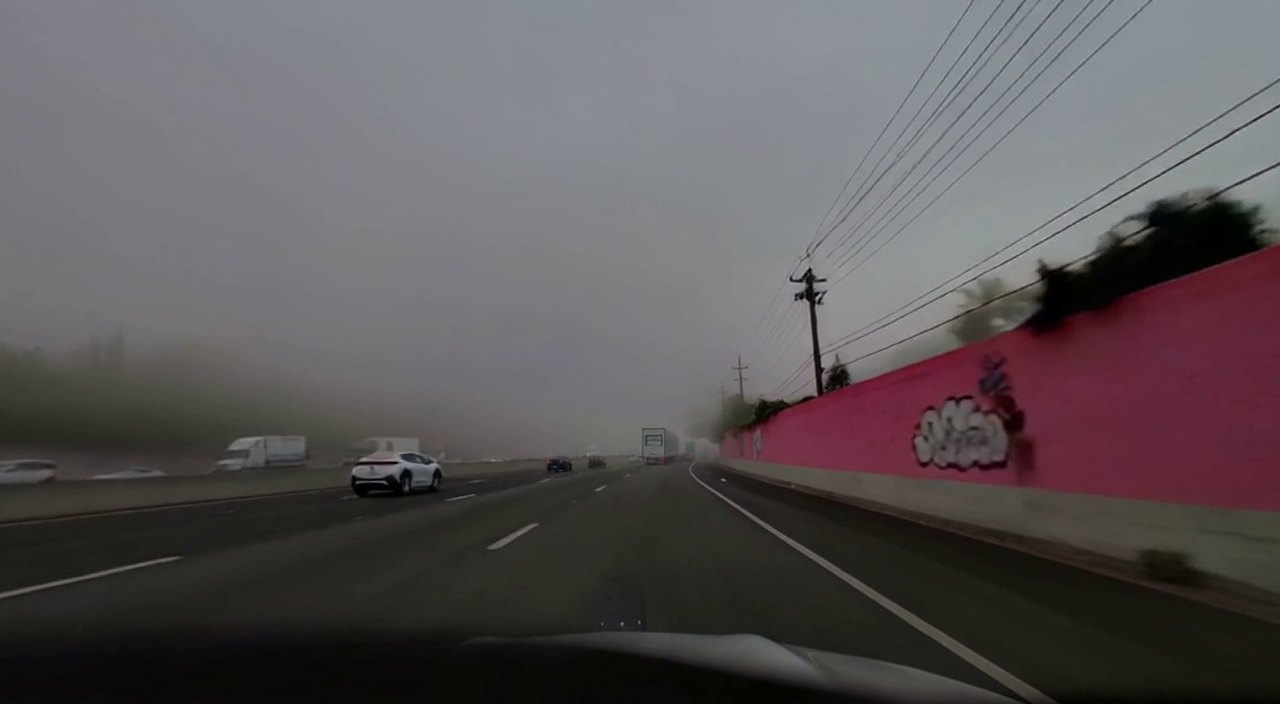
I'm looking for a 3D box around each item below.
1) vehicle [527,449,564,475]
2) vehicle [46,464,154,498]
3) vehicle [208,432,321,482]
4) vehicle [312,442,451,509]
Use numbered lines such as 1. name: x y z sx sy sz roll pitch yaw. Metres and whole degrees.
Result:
1. vehicle: -5.779 6.793 38.988 1.708 1.489 2.840 -1 -9 3
2. vehicle: -26.822 6.386 31.461 1.758 1.424 3.929 -1 -9 3
3. vehicle: -25.722 7.249 43.710 2.532 3.078 7.751 -1 -9 5
4. vehicle: -6.706 3.229 16.860 1.966 1.565 3.766 -1 -9 3
